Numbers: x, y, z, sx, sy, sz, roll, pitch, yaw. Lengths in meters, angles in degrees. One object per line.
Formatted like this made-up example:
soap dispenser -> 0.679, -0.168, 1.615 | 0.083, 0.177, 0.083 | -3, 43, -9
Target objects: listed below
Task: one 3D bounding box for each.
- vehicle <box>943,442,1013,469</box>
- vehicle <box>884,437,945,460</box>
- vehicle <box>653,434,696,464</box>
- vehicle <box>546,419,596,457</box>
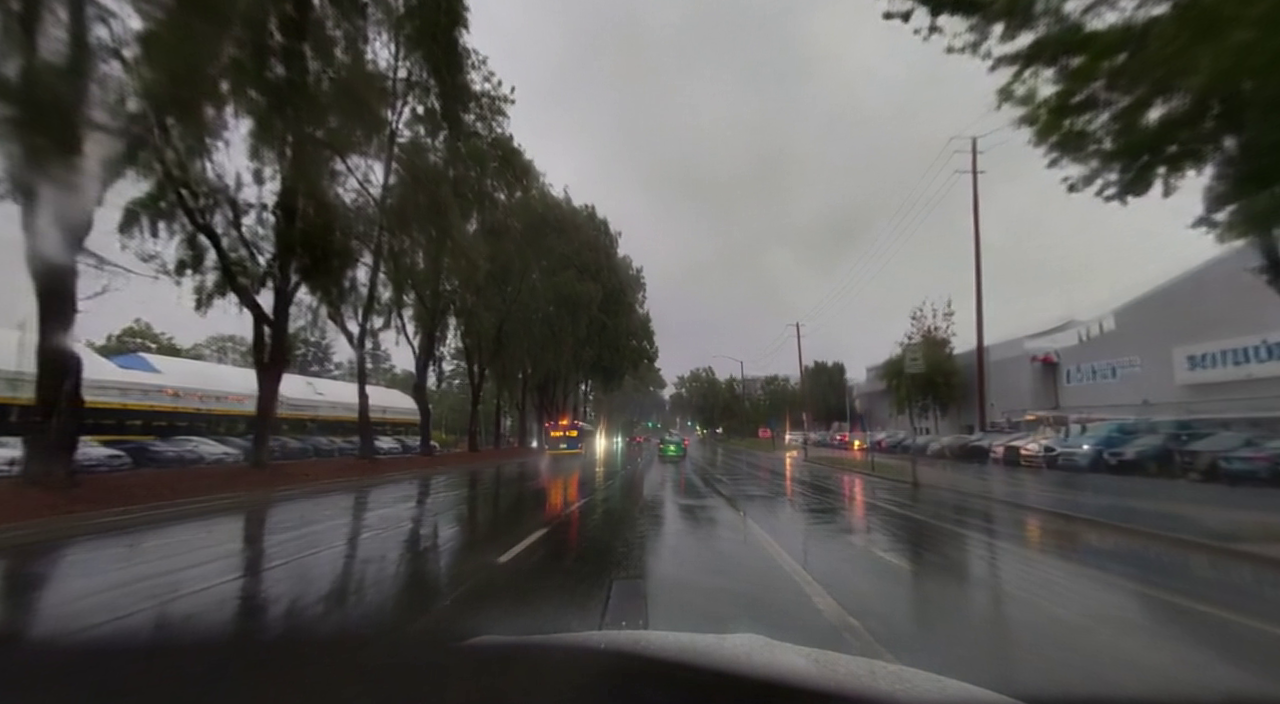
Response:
vehicle -> 20.139, 6.175, 37.827 | 1.849, 1.466, 4.831 | -1, -9, 4
vehicle -> 20.878, 7.392, 48.273 | 2.229, 1.661, 5.991 | 0, -9, 3
vehicle -> 1.776, 5.133, 33.332 | 2.123, 1.498, 4.226 | 0, -9, 2
vehicle -> -4.918, 6.342, 45.950 | 2.485, 2.556, 6.363 | -1, -9, 4
